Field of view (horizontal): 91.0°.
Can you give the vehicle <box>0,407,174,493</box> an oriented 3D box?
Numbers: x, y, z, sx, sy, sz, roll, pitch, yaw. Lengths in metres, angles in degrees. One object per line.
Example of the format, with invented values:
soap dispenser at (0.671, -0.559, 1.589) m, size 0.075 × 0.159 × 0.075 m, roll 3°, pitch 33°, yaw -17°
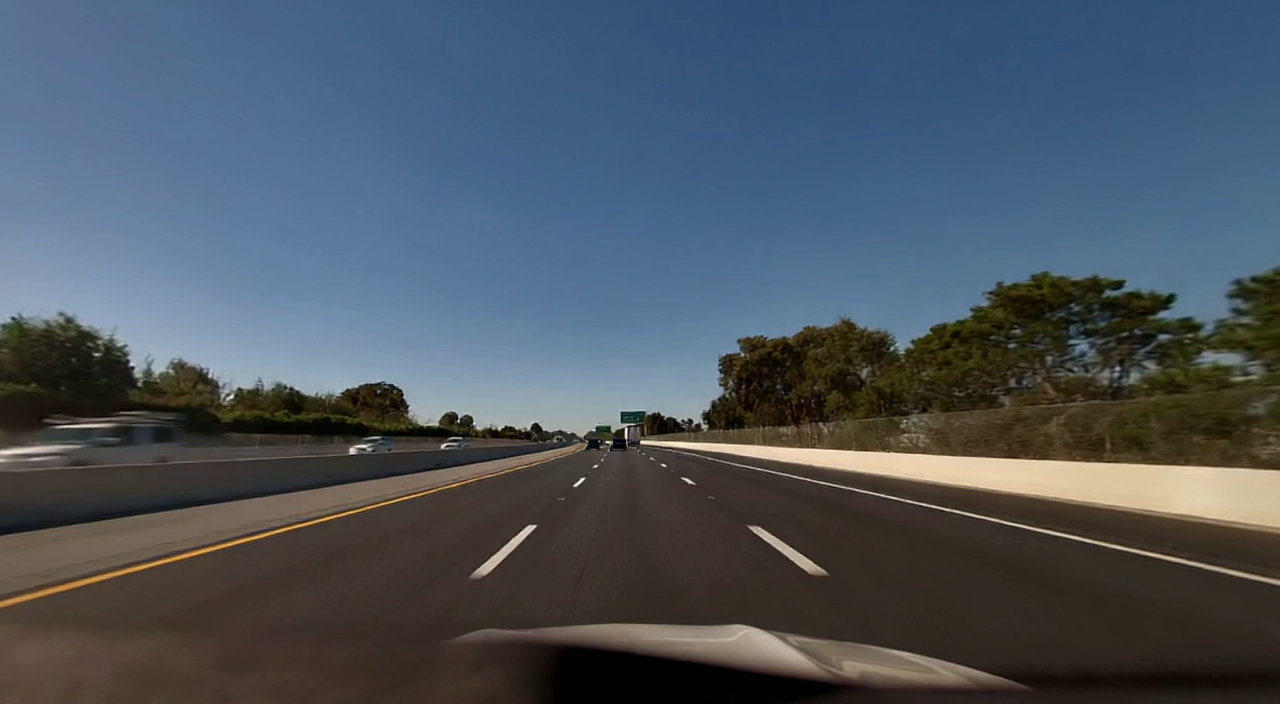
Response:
vehicle at (-15.984, 2.682, 17.389) m, size 2.107 × 1.988 × 5.424 m, roll 0°, pitch -8°, yaw -1°
